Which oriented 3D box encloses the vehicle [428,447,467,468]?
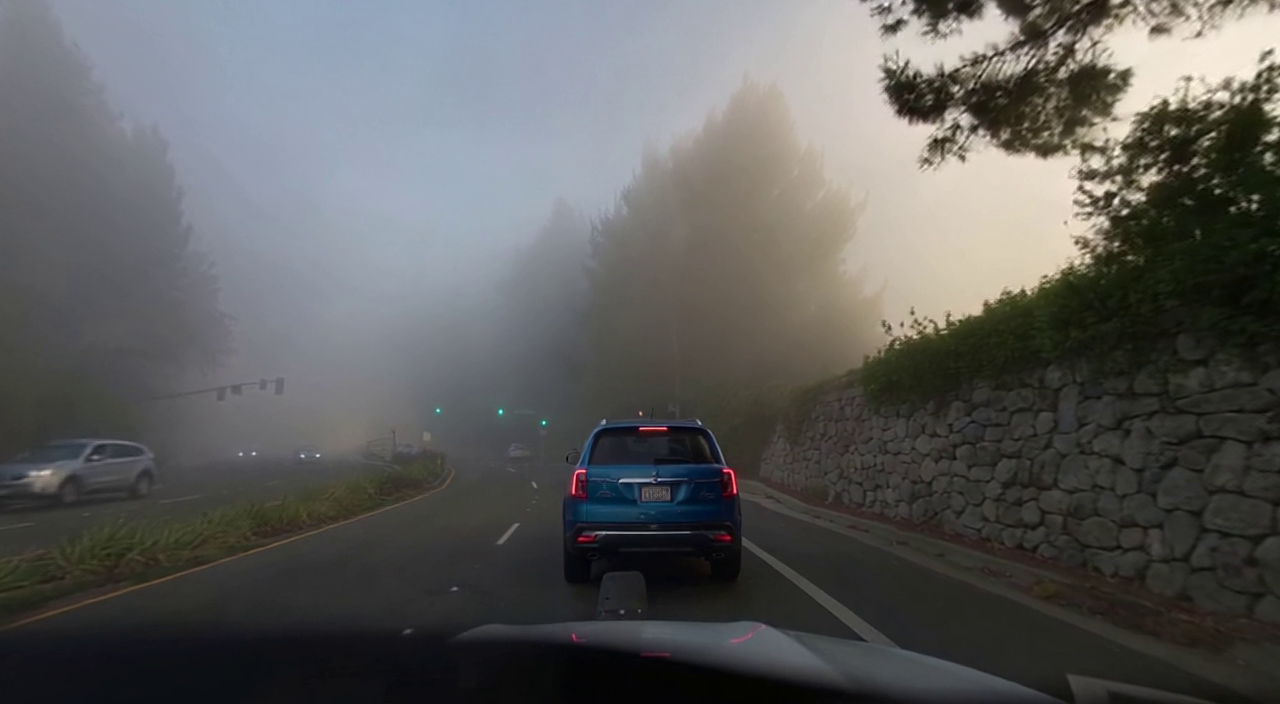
[{"bbox_3d":[-14.529,7.885,47.508,2.023,1.474,4.286,4,-9,-27],"label":"vehicle"}]

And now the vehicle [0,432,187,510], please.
[{"bbox_3d":[-14.150,2.954,16.157,2.317,1.695,4.538,1,-9,-10],"label":"vehicle"}]

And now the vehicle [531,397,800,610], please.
[{"bbox_3d":[0.040,1.586,7.563,2.287,1.762,4.269,1,-8,-5],"label":"vehicle"}]
